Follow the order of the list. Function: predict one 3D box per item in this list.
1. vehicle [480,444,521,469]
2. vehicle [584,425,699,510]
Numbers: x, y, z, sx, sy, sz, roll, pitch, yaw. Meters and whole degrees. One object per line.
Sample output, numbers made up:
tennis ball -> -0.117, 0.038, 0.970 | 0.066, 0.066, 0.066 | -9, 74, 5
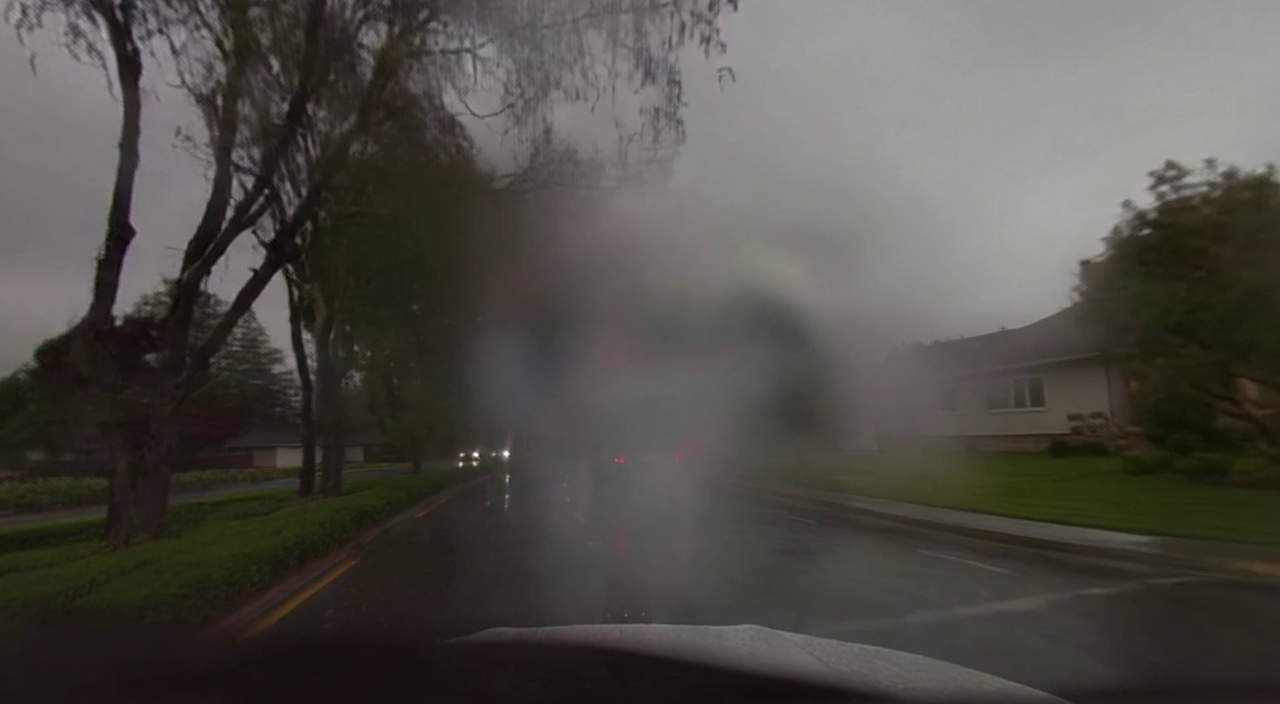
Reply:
vehicle -> -9.999, 7.522, 45.550 | 2.063, 1.721, 4.261 | 0, -9, -2
vehicle -> -0.162, 2.893, 16.298 | 2.141, 1.833, 4.704 | 1, -9, -10
